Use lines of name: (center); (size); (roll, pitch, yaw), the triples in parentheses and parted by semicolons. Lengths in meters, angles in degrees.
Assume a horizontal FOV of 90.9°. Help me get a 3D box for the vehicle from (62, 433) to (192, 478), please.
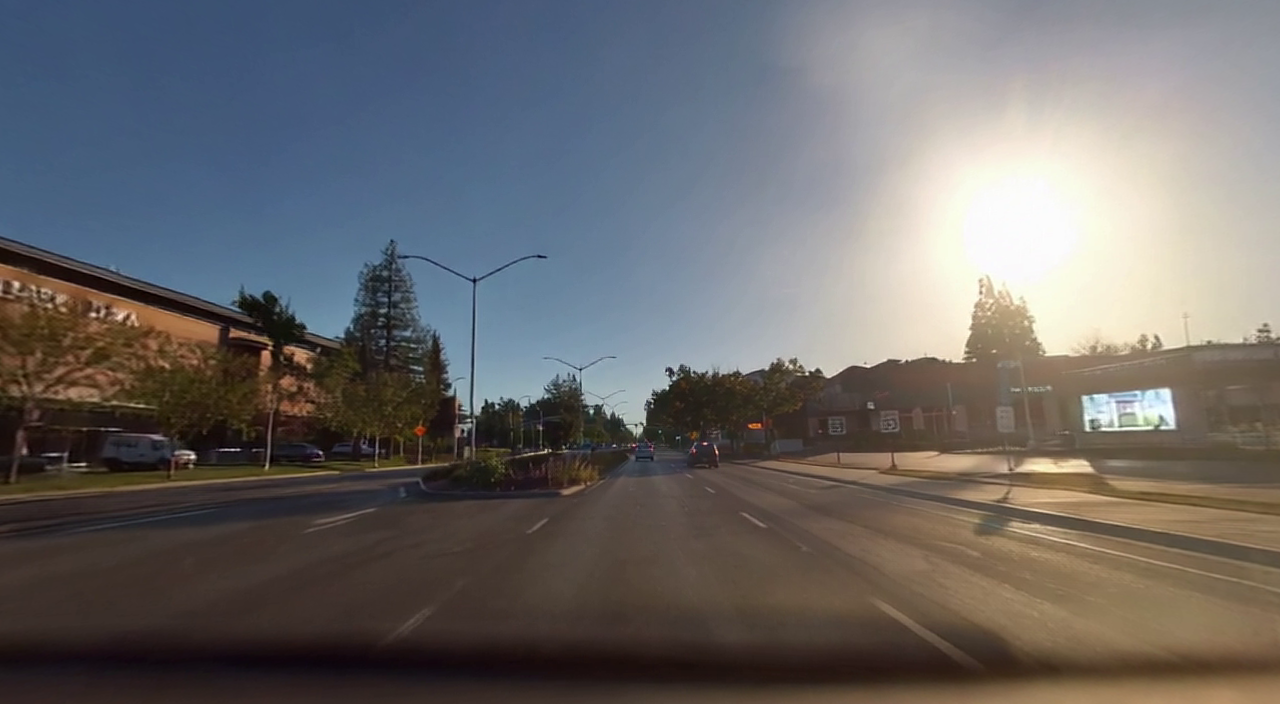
vehicle: (-32.693, 6.595, 40.342); (6.090, 2.737, 2.475); (-1, -8, 1)

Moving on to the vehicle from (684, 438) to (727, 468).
vehicle: (3.828, 5.986, 37.555); (2.007, 1.683, 4.171); (0, -8, -1)
